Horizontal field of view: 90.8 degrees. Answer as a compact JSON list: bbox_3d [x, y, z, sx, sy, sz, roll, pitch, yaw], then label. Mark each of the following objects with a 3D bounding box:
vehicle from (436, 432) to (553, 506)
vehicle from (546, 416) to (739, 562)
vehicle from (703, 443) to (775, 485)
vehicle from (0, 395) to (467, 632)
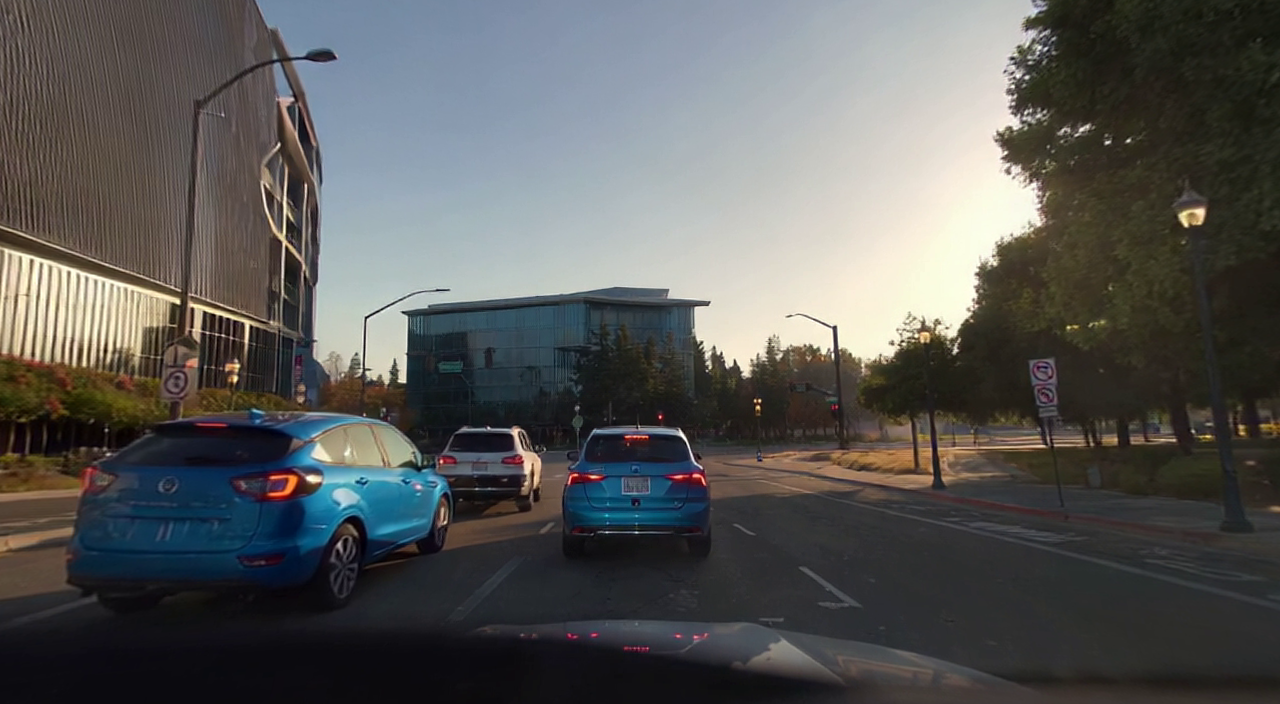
[{"bbox_3d":[-3.620,2.992,16.586,2.068,1.678,4.199,0,-8,0],"label":"vehicle"},{"bbox_3d":[0.005,1.881,9.402,2.207,1.659,4.155,0,-8,-1],"label":"vehicle"},{"bbox_3d":[3.714,4.261,24.456,2.082,1.445,4.426,0,-8,0],"label":"vehicle"},{"bbox_3d":[-3.562,1.483,6.808,2.083,1.691,4.398,0,-8,1],"label":"vehicle"}]
